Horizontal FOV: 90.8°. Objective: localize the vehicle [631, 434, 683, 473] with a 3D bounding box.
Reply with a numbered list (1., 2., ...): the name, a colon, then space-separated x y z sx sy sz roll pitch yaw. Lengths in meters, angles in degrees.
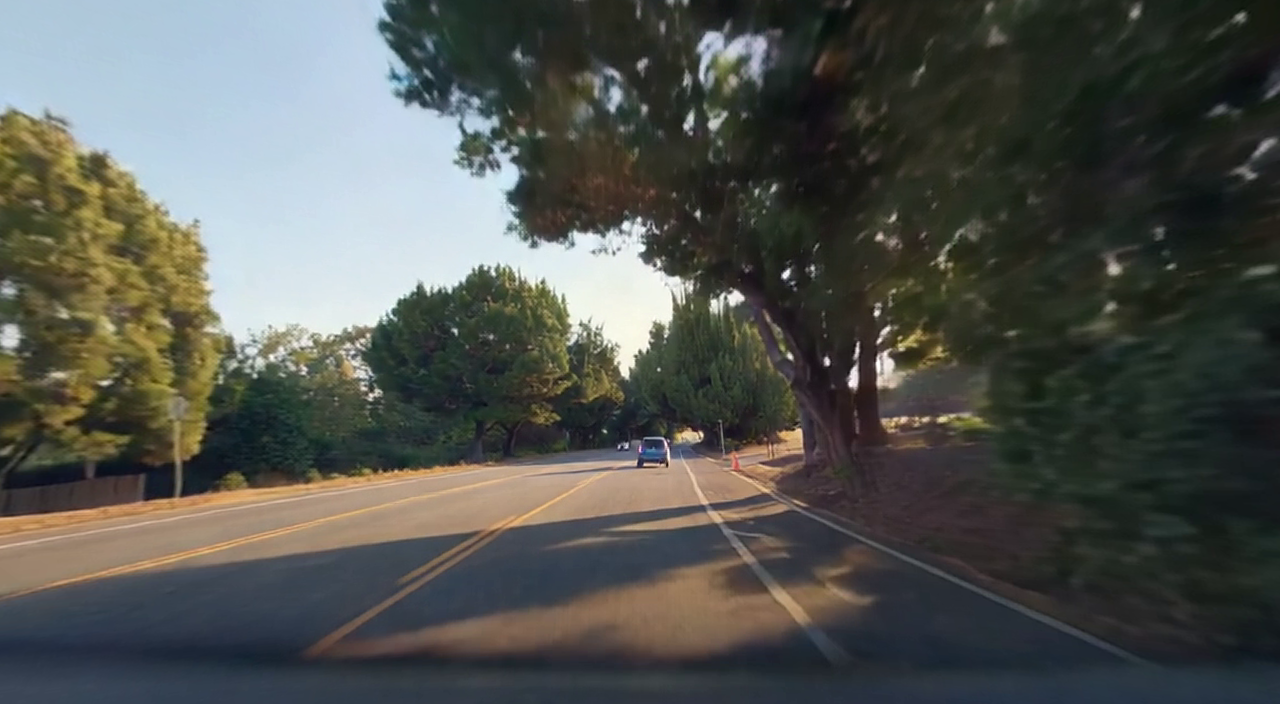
1. vehicle: 0.853 4.848 30.370 2.294 1.708 4.110 -1 -8 3
